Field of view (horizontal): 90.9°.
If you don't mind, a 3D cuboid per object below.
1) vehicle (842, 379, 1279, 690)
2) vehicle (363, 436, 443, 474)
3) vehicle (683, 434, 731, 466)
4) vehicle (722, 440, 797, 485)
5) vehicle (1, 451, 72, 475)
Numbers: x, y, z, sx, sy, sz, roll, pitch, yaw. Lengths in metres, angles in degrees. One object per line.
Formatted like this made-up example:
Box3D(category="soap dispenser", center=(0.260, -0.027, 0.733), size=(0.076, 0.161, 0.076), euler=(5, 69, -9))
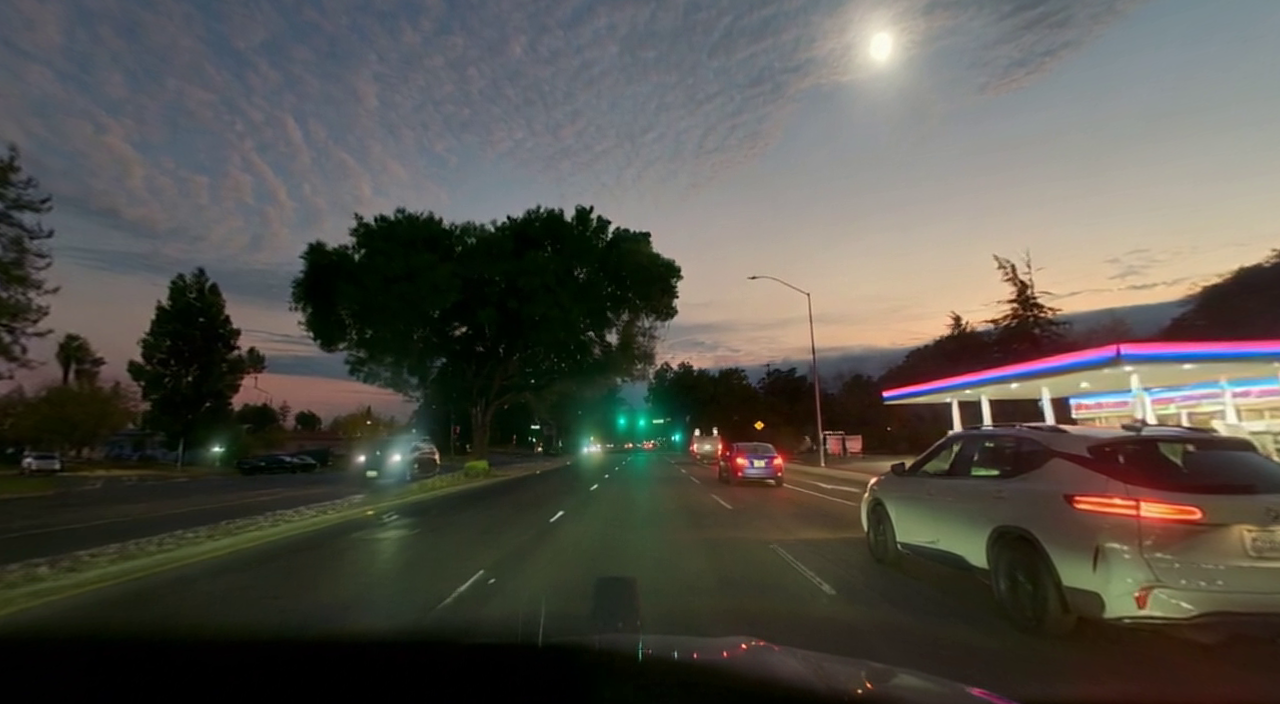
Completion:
Box3D(category="vehicle", center=(3.639, 1.337, 5.911), size=(1.875, 1.665, 4.931), euler=(0, -8, 1))
Box3D(category="vehicle", center=(-13.996, 6.142, 37.725), size=(2.385, 2.064, 5.707), euler=(-1, -8, 2))
Box3D(category="vehicle", center=(4.379, 6.501, 41.992), size=(2.611, 1.983, 5.165), euler=(0, -8, 0))
Box3D(category="vehicle", center=(4.149, 3.900, 22.563), size=(1.871, 1.442, 4.122), euler=(0, -8, 0))
Box3D(category="vehicle", center=(-41.161, 7.563, 43.102), size=(1.583, 1.354, 4.281), euler=(1, -7, -15))
